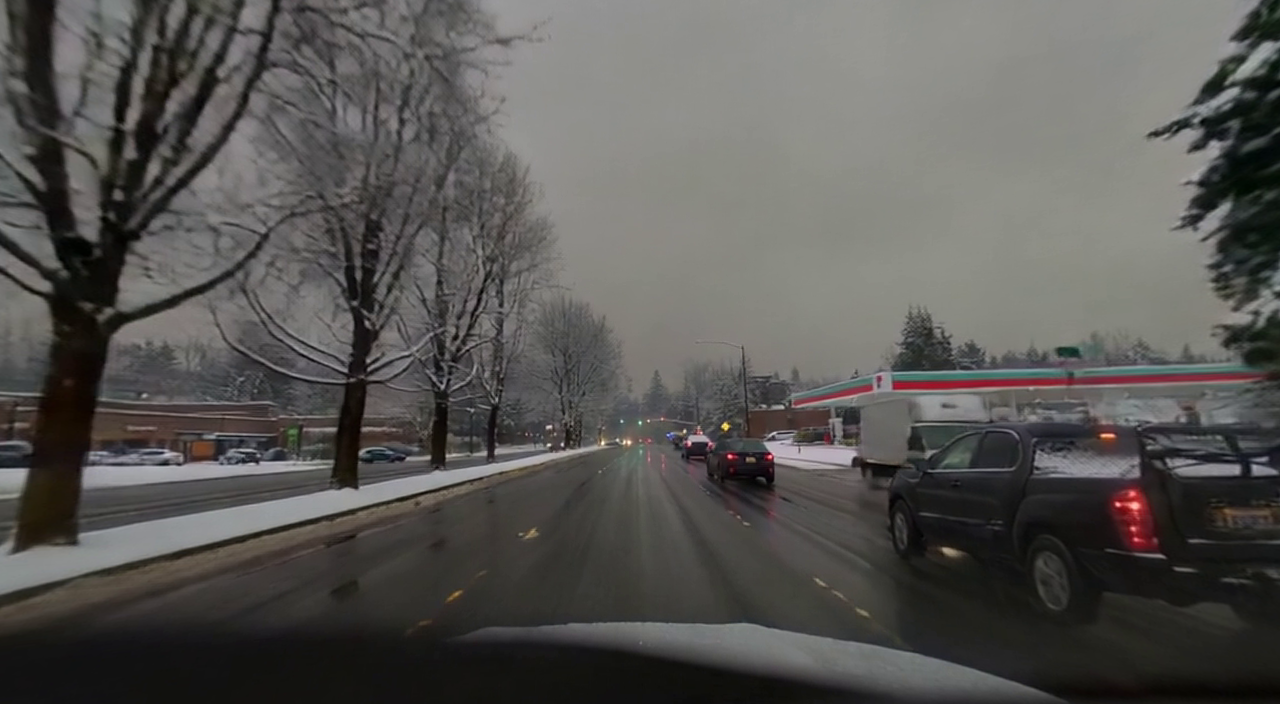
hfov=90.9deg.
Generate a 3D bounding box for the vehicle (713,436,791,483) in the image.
[{"bbox_3d":[3.693,3.630,21.575,1.871,1.442,4.122,0,-8,-1],"label":"vehicle"}]

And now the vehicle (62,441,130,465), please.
[{"bbox_3d":[-37.210,6.893,43.235,2.003,1.531,4.062,3,-9,-19],"label":"vehicle"}]

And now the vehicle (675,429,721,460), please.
[{"bbox_3d":[3.859,6.301,42.962,2.611,1.983,5.165,0,-8,0],"label":"vehicle"}]

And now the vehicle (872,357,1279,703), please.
[{"bbox_3d":[3.628,1.164,4.728,1.875,1.665,4.931,0,-8,0],"label":"vehicle"}]

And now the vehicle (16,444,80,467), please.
[{"bbox_3d":[-39.467,6.872,42.122,1.716,1.433,3.600,3,-9,-20],"label":"vehicle"}]
